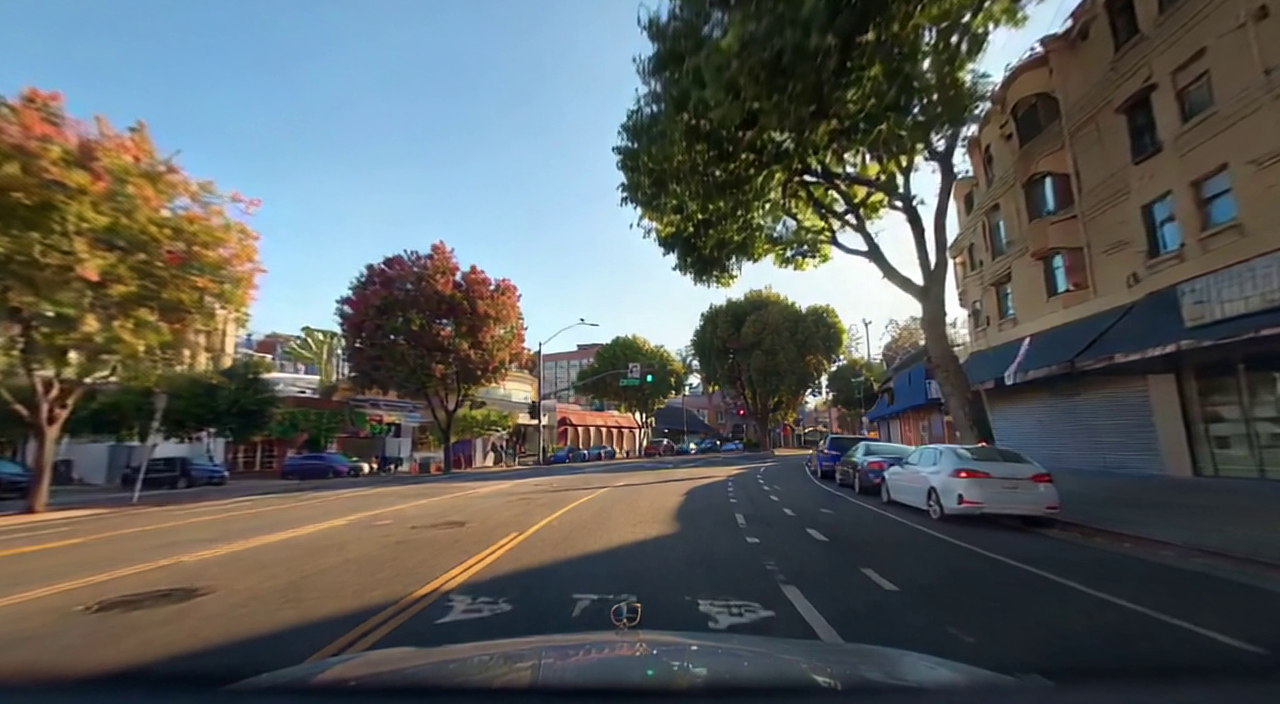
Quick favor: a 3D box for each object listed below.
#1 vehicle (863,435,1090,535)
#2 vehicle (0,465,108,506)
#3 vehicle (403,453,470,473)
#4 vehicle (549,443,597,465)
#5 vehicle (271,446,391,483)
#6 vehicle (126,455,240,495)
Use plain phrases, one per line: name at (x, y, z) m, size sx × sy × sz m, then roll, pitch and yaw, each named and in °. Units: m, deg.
vehicle at (6.025, 2.392, 12.194) m, size 2.077 × 1.502 × 4.902 m, roll -1°, pitch -8°, yaw 6°
vehicle at (-24.495, 5.406, 25.840) m, size 4.250 × 1.490 × 1.951 m, roll -3°, pitch -8°, yaw 15°
vehicle at (-14.729, 8.031, 45.819) m, size 4.178 × 1.407 × 2.012 m, roll -2°, pitch -9°, yaw 14°
vehicle at (-4.998, 7.638, 47.598) m, size 1.882 × 1.508 × 4.476 m, roll -3°, pitch -9°, yaw 19°
vehicle at (-18.235, 6.636, 37.417) m, size 6.006 × 1.964 × 2.474 m, roll -1°, pitch -10°, yaw 12°
vehicle at (-23.158, 6.187, 32.058) m, size 4.462 × 1.832 × 2.103 m, roll -2°, pitch -8°, yaw 11°
